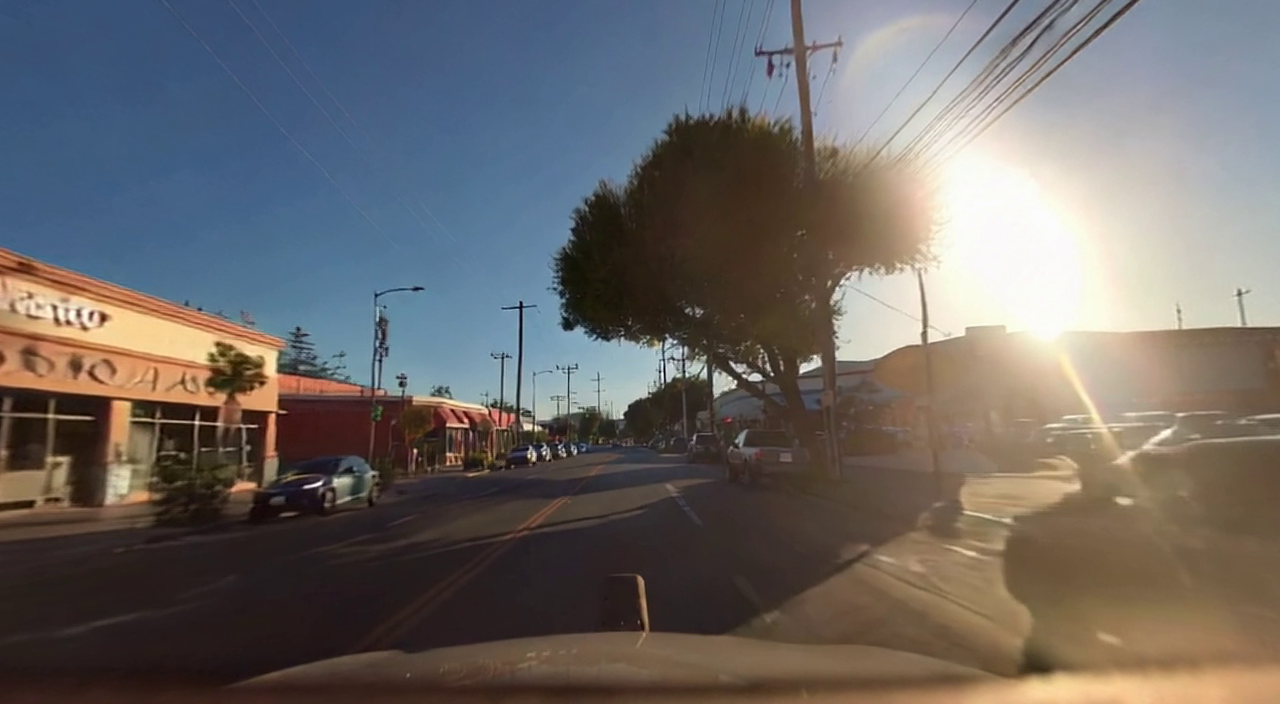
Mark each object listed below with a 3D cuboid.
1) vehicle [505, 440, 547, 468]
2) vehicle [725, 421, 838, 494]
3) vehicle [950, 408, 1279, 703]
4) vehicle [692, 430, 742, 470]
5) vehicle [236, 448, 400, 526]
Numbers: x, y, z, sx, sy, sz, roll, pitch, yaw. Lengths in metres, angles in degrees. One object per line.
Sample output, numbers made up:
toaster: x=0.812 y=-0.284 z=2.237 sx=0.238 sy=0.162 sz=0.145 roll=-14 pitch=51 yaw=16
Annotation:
vehicle: x=-7.823 y=6.996 z=43.649 sx=1.992 sy=1.676 sz=4.429 roll=-4 pitch=-8 yaw=0
vehicle: x=4.035 y=3.108 z=18.988 sx=2.080 sy=1.893 sz=4.699 roll=0 pitch=-8 yaw=-3
vehicle: x=3.667 y=1.047 z=3.032 sx=1.990 sy=1.521 sz=4.693 roll=-1 pitch=-8 yaw=0
vehicle: x=3.961 y=5.129 z=33.317 sx=2.011 sy=1.902 sz=4.763 roll=-1 pitch=-8 yaw=0
vehicle: x=-7.758 y=3.224 z=15.764 sx=1.872 sy=1.455 sz=4.350 roll=-4 pitch=-8 yaw=-1
